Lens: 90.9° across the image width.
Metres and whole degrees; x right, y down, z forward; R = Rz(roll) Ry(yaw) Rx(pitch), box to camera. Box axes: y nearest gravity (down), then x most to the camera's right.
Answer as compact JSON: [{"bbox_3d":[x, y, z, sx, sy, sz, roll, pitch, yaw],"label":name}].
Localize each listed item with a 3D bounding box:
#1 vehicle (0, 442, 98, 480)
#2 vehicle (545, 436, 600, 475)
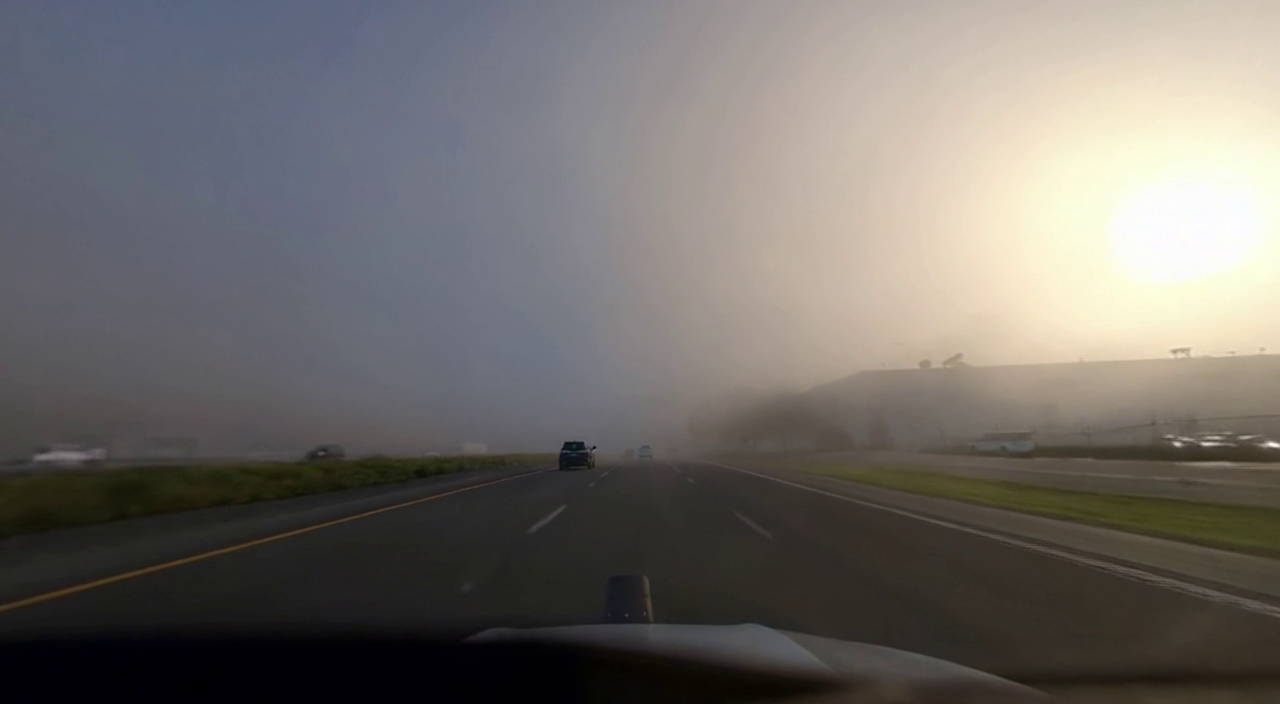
[{"bbox_3d":[-31.843,5.735,33.334,1.965,1.839,4.751,0,-9,1],"label":"vehicle"},{"bbox_3d":[-3.431,5.421,33.172,2.218,1.850,4.774,0,-9,2],"label":"vehicle"}]
